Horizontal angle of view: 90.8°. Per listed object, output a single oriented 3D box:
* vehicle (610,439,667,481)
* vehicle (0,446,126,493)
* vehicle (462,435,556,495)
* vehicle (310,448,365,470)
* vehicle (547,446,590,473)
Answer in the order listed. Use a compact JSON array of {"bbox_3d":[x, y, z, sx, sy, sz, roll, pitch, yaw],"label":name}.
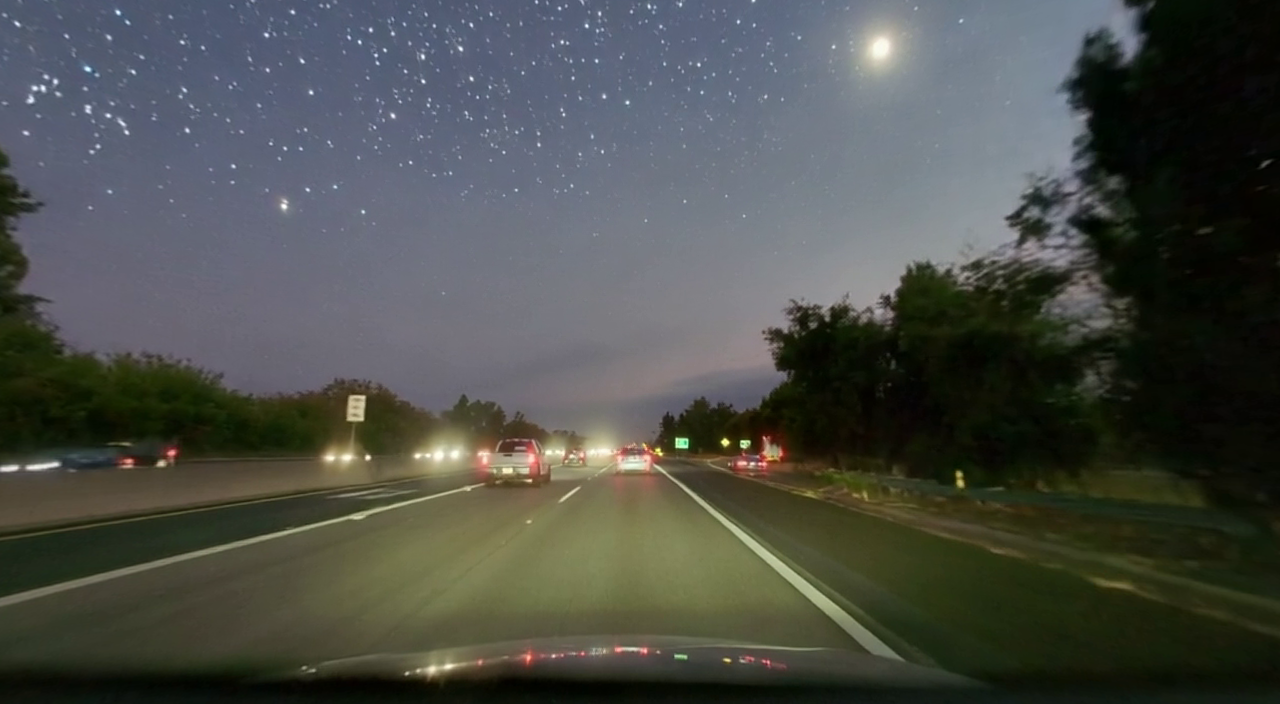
[{"bbox_3d":[-0.103,4.900,28.944,2.378,1.750,4.355,0,-9,-1],"label":"vehicle"},{"bbox_3d":[-20.957,4.051,22.189,1.869,1.452,4.628,0,-9,0],"label":"vehicle"},{"bbox_3d":[-4.062,3.574,20.391,2.044,1.717,4.421,0,-9,1],"label":"vehicle"},{"bbox_3d":[-21.348,7.520,44.715,1.822,1.467,4.062,0,-9,1],"label":"vehicle"},{"bbox_3d":[-4.201,6.389,37.820,2.084,1.528,4.094,0,-9,0],"label":"vehicle"}]
